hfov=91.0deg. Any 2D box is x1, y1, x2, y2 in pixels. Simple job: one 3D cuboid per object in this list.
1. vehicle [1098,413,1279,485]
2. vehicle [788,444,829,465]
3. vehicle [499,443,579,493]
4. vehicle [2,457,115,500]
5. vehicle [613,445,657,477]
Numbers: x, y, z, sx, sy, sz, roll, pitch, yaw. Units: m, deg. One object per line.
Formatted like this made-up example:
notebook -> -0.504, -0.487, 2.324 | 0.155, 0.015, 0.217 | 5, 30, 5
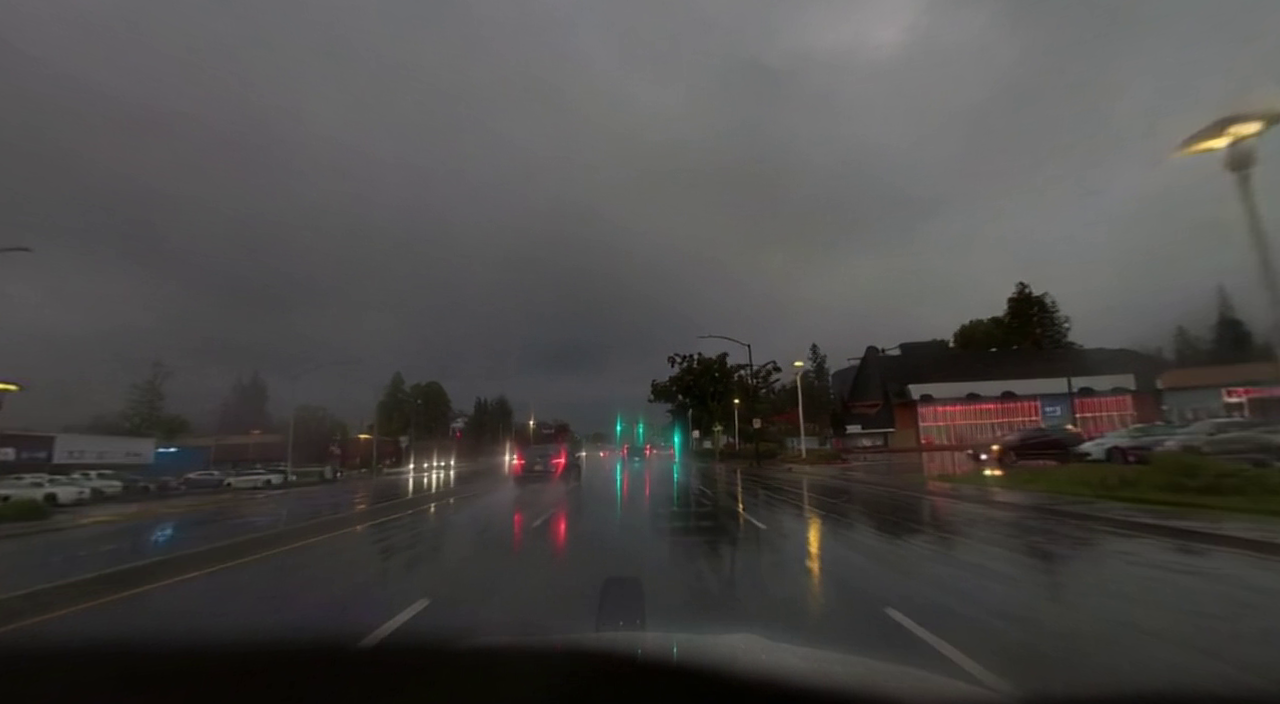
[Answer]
vehicle -> 13.530, 2.254, 14.657 | 4.109, 1.542, 1.975 | -1, -9, 2
vehicle -> 13.039, 7.916, 48.893 | 1.914, 1.523, 4.747 | -1, -9, 1
vehicle -> -3.228, 3.796, 20.999 | 1.939, 1.496, 4.309 | 0, -9, 0
vehicle -> -40.664, 8.832, 44.132 | 5.302, 2.808, 2.498 | -1, -9, 1
vehicle -> -0.236, 5.288, 30.874 | 2.019, 1.459, 4.005 | 0, -9, -1
